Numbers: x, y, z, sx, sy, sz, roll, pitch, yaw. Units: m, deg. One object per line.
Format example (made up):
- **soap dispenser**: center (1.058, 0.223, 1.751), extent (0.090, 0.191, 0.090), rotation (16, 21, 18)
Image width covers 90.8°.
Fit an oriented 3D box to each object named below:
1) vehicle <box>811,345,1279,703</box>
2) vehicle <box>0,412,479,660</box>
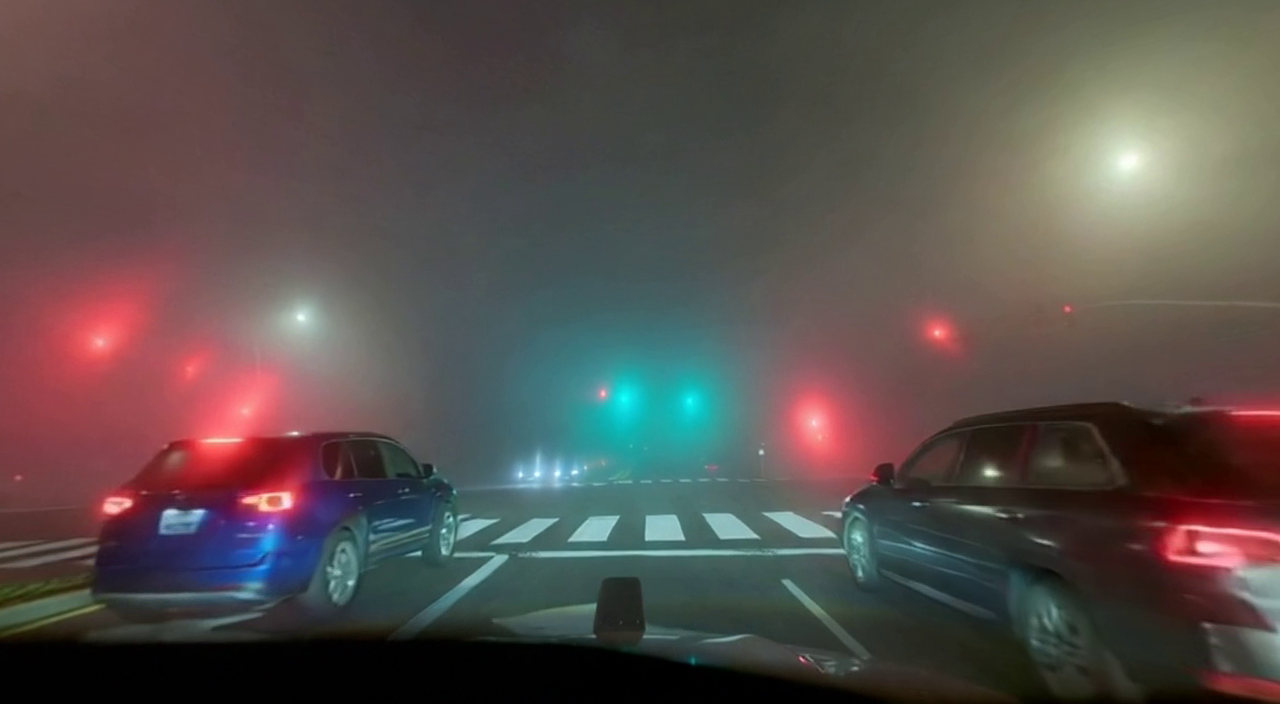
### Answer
- **vehicle**: center (2.883, 1.134, 4.368), extent (2.099, 1.671, 4.491), rotation (0, -9, 0)
- **vehicle**: center (-3.021, 1.423, 5.856), extent (1.969, 1.513, 3.773), rotation (0, -9, 1)
